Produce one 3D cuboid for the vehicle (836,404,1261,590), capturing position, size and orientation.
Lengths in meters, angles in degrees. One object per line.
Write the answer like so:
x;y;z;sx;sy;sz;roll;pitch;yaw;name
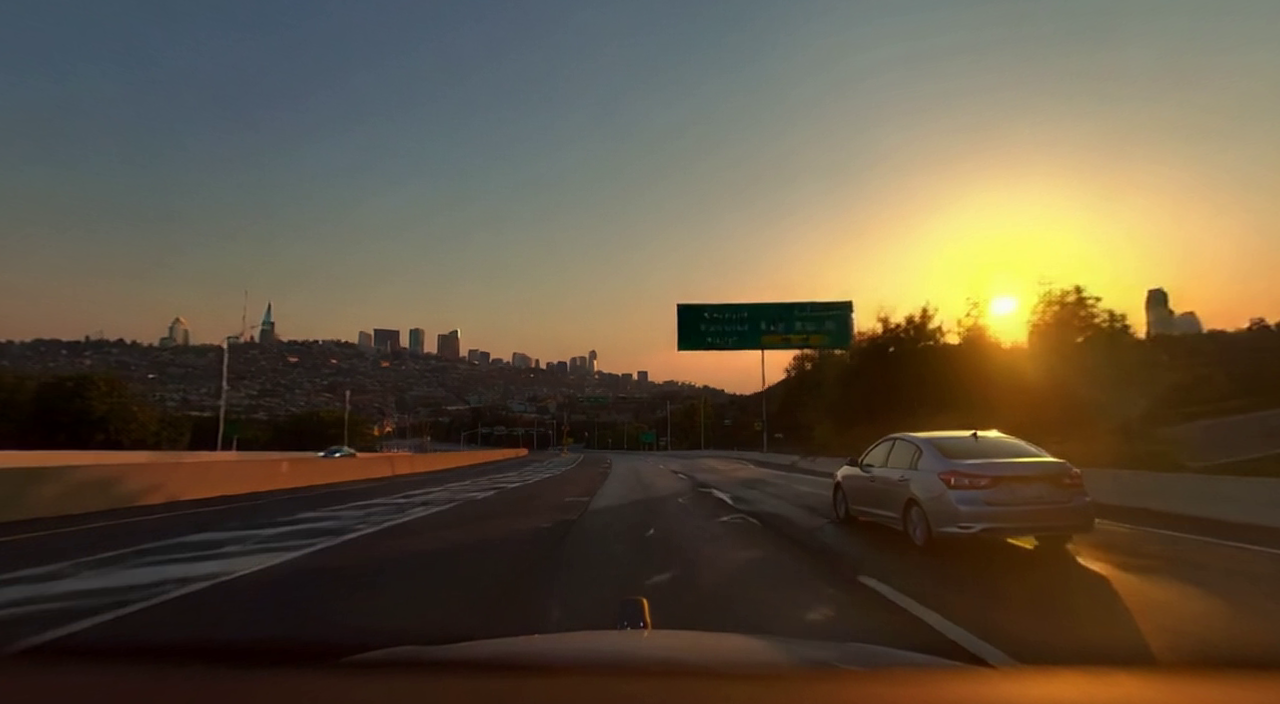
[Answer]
4.261;1.589;7.837;2.104;1.575;4.698;0;-8;0;vehicle
